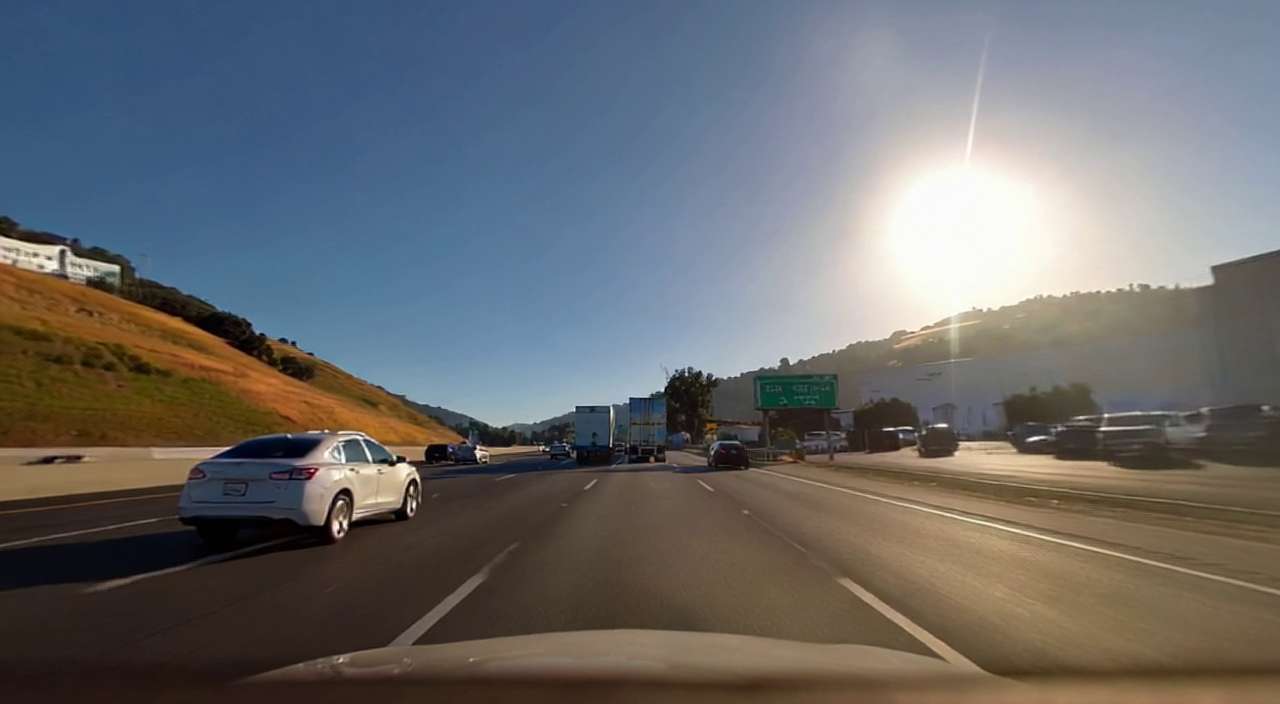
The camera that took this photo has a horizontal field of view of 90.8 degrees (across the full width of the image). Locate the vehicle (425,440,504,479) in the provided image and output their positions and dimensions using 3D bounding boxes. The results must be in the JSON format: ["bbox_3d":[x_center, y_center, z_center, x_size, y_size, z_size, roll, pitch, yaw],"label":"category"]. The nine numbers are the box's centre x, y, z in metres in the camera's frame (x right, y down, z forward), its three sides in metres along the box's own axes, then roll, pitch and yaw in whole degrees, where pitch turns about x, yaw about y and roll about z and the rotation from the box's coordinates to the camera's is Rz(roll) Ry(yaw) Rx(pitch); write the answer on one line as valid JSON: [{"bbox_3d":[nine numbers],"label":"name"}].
[{"bbox_3d":[-7.172,4.403,26.242,1.891,1.460,4.506,0,-8,1],"label":"vehicle"}]

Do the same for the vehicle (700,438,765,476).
[{"bbox_3d":[3.749,4.356,26.366,2.006,1.452,4.246,0,-9,-1],"label":"vehicle"}]

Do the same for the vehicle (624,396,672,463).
[{"bbox_3d":[0.507,5.580,44.383,2.969,4.104,10.906,0,-9,0],"label":"vehicle"}]

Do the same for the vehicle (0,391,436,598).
[{"bbox_3d":[-4.345,1.537,7.662,2.122,1.754,4.379,0,-9,2],"label":"vehicle"}]
